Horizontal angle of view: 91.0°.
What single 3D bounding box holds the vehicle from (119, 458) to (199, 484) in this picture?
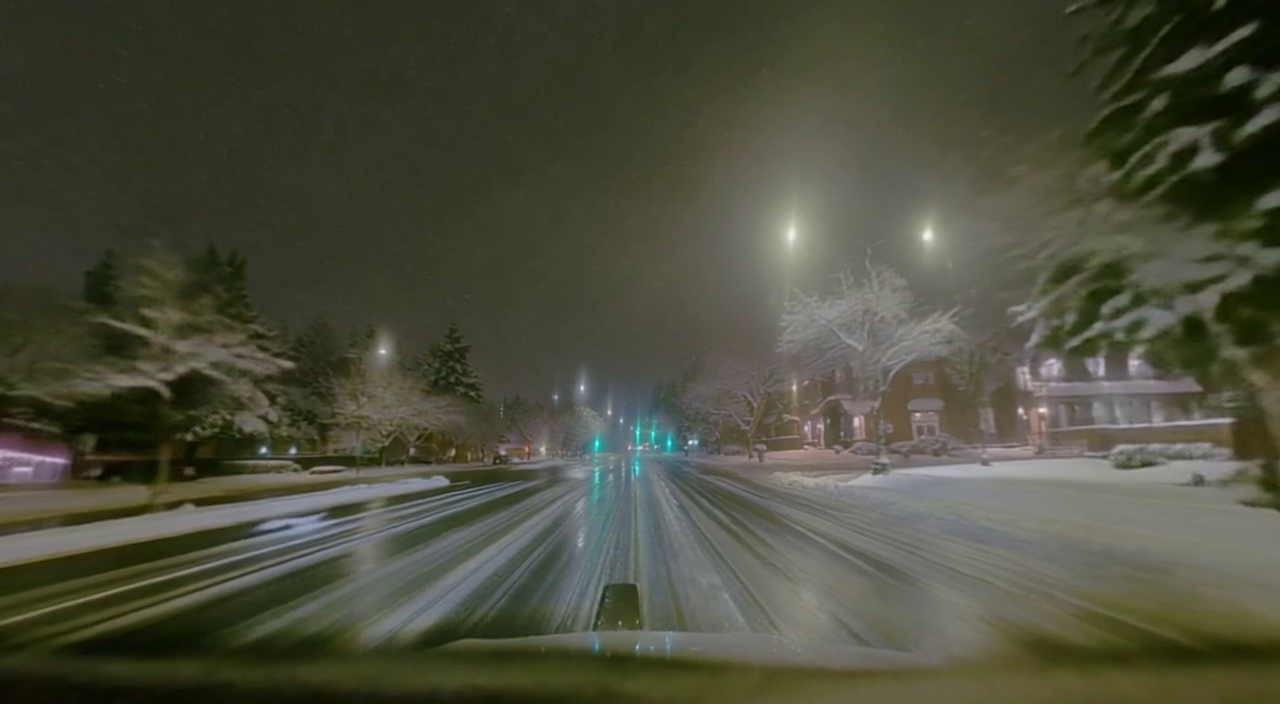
[{"bbox_3d":[-36.031,8.956,47.220,4.515,1.593,1.827,-3,-10,-2],"label":"vehicle"}]
